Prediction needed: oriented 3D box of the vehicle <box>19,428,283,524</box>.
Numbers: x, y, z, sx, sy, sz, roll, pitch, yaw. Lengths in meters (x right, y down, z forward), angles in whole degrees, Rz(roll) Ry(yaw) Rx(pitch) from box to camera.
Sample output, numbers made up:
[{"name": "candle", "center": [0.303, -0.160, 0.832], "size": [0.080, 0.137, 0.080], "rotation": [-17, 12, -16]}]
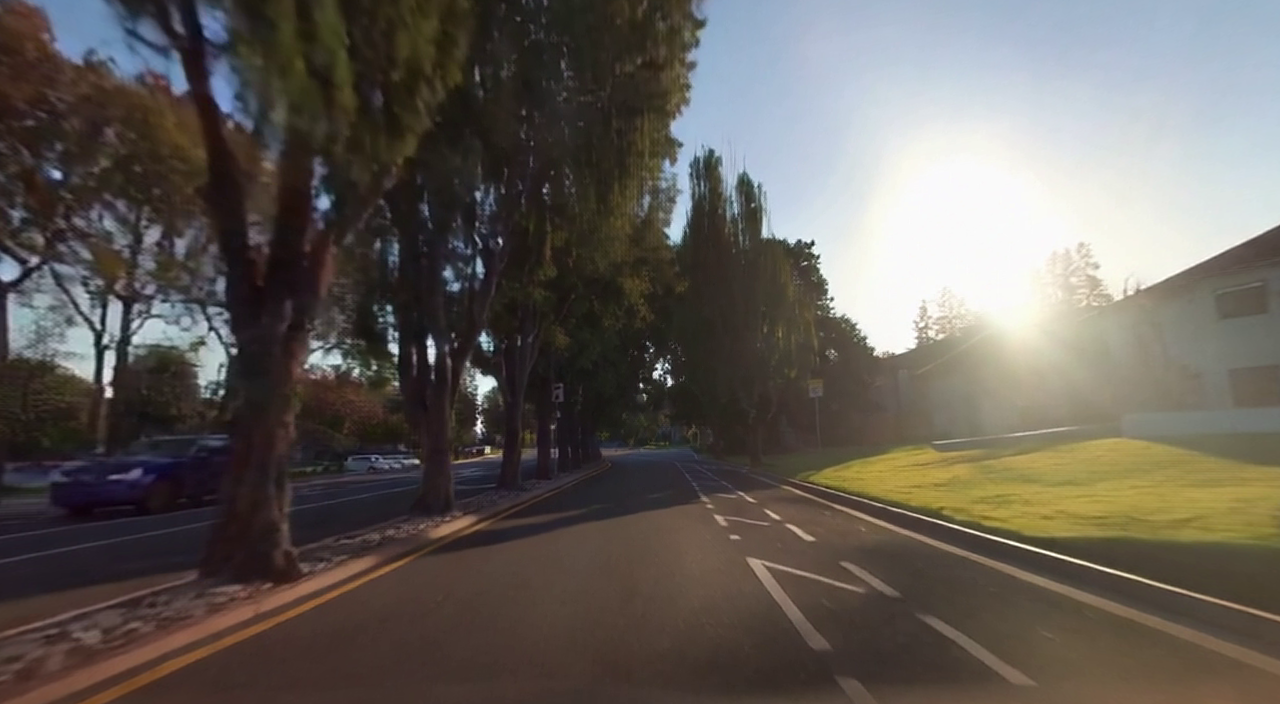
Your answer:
[{"name": "vehicle", "center": [-11.274, 2.860, 15.216], "size": [2.336, 1.905, 4.908], "rotation": [-1, -8, 1]}]

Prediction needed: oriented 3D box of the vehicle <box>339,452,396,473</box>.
[{"name": "vehicle", "center": [-21.288, 8.651, 49.485], "size": [1.919, 1.497, 5.140], "rotation": [-1, -8, 4]}]
